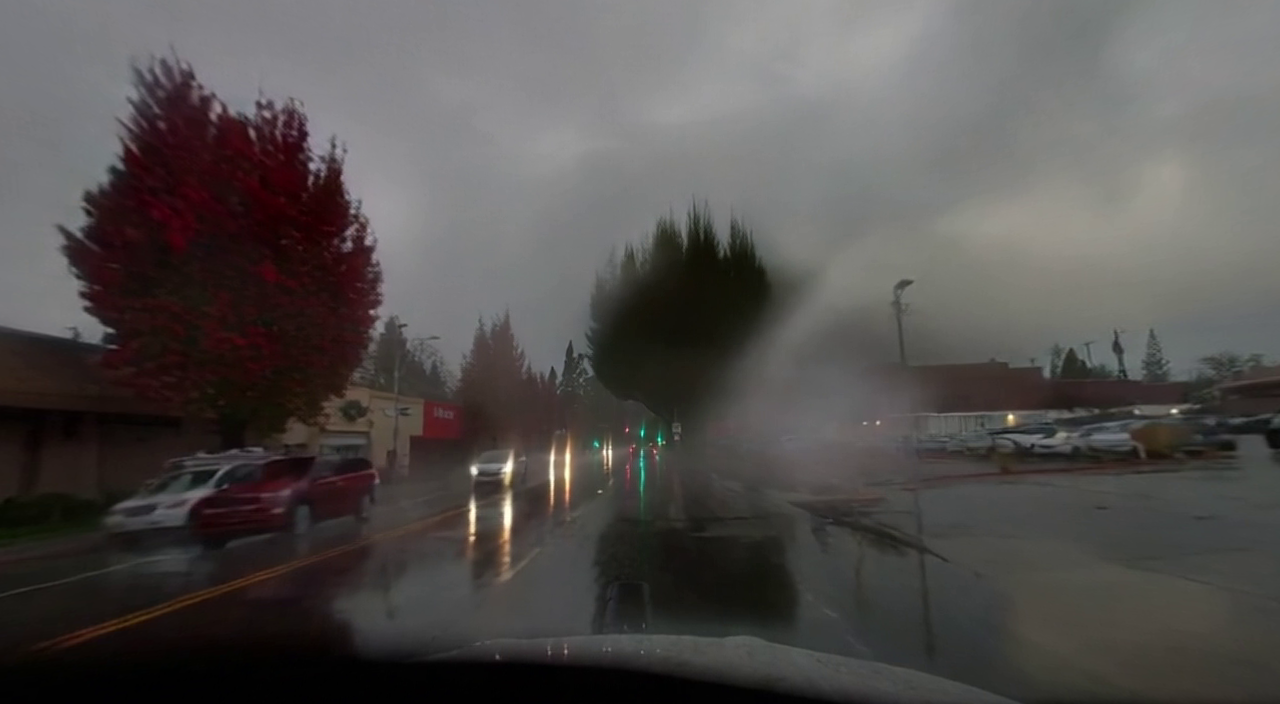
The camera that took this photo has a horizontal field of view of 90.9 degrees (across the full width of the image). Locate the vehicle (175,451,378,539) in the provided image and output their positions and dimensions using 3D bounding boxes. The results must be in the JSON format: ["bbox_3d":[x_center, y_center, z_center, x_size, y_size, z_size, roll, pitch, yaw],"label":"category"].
[{"bbox_3d":[-8.160,3.191,14.793,2.038,1.670,4.468,0,-8,1],"label":"vehicle"}]

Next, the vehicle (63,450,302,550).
[{"bbox_3d":[-11.034,3.521,15.917,2.102,2.004,5.285,0,-8,-1],"label":"vehicle"}]

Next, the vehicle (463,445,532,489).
[{"bbox_3d":[-6.099,4.947,27.534,2.030,1.701,4.559,0,-8,-1],"label":"vehicle"}]

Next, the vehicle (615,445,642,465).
[{"bbox_3d":[-0.892,7.913,48.465,2.020,1.478,3.922,0,-8,-2],"label":"vehicle"}]
